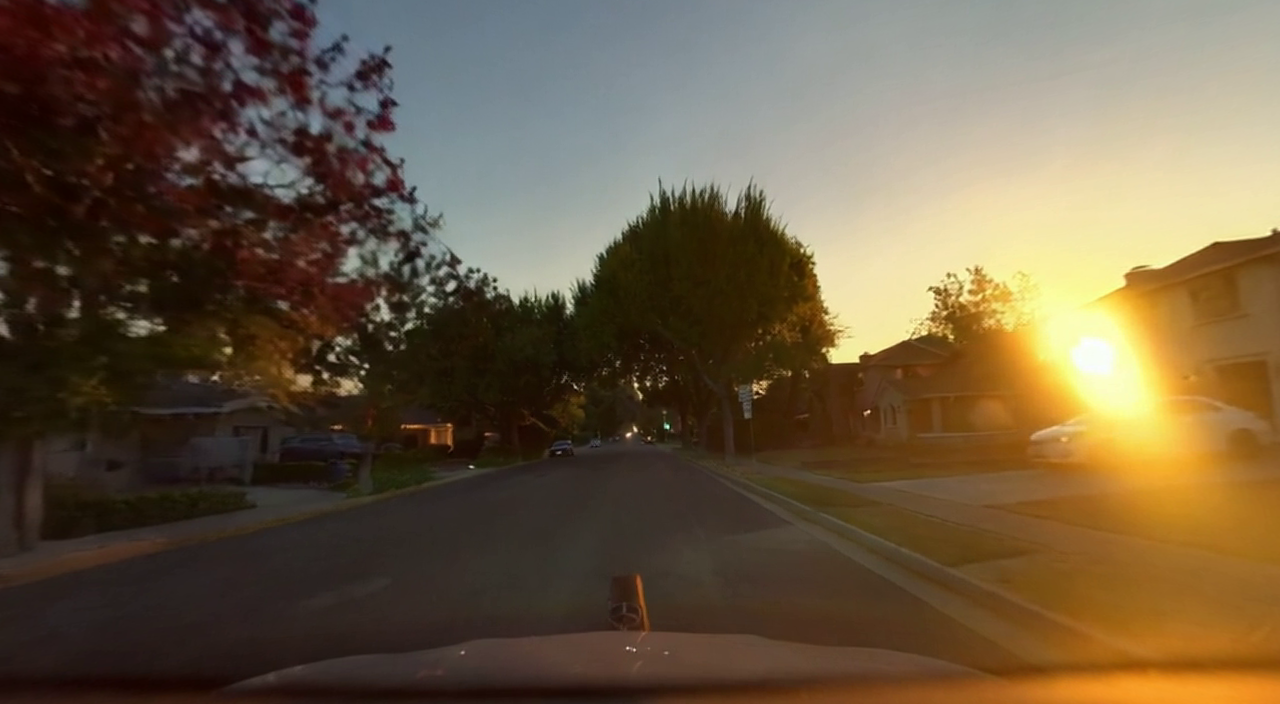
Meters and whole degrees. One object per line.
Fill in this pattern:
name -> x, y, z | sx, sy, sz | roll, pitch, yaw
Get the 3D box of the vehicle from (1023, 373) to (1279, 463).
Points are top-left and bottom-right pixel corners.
vehicle -> 11.269, 1.419, 13.412 | 4.894, 1.616, 1.965 | -2, -8, 2
